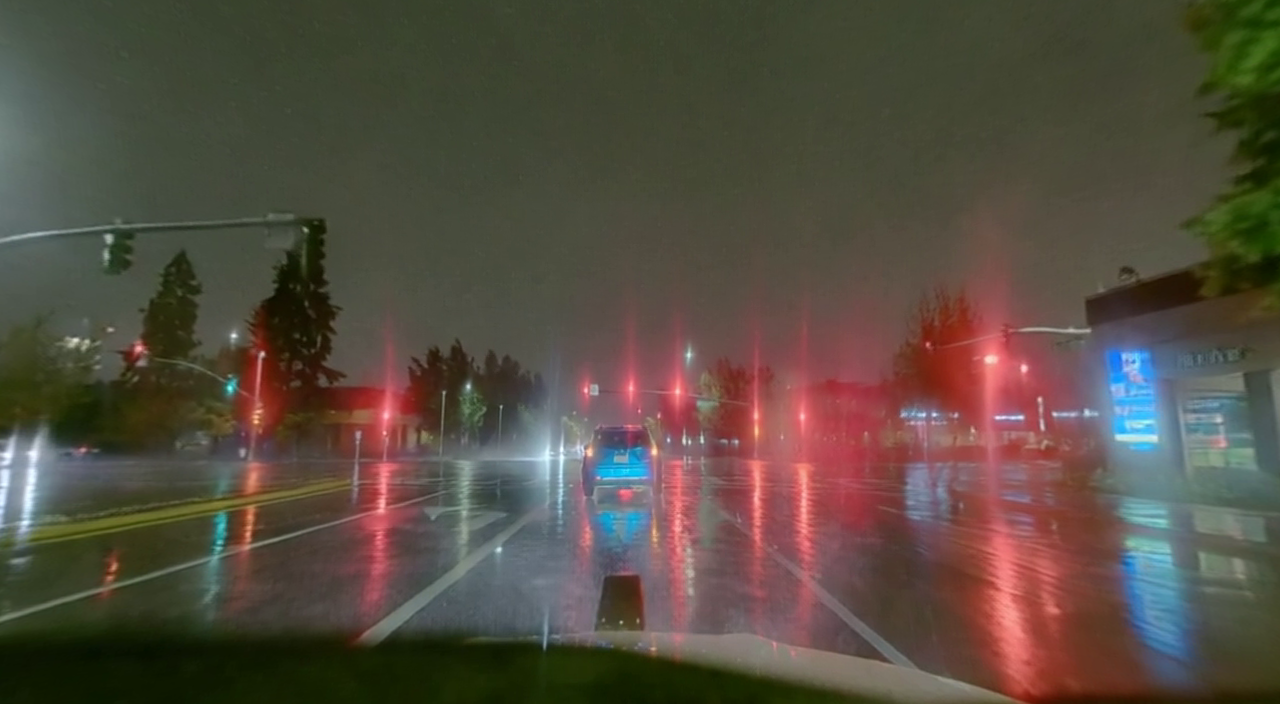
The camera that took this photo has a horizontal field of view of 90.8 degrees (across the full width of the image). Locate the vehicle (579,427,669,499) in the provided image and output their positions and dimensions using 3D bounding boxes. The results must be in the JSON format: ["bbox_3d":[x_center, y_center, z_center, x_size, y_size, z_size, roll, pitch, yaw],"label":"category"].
[{"bbox_3d":[-0.406,2.856,16.568,2.066,1.618,3.922,0,-9,-1],"label":"vehicle"}]
